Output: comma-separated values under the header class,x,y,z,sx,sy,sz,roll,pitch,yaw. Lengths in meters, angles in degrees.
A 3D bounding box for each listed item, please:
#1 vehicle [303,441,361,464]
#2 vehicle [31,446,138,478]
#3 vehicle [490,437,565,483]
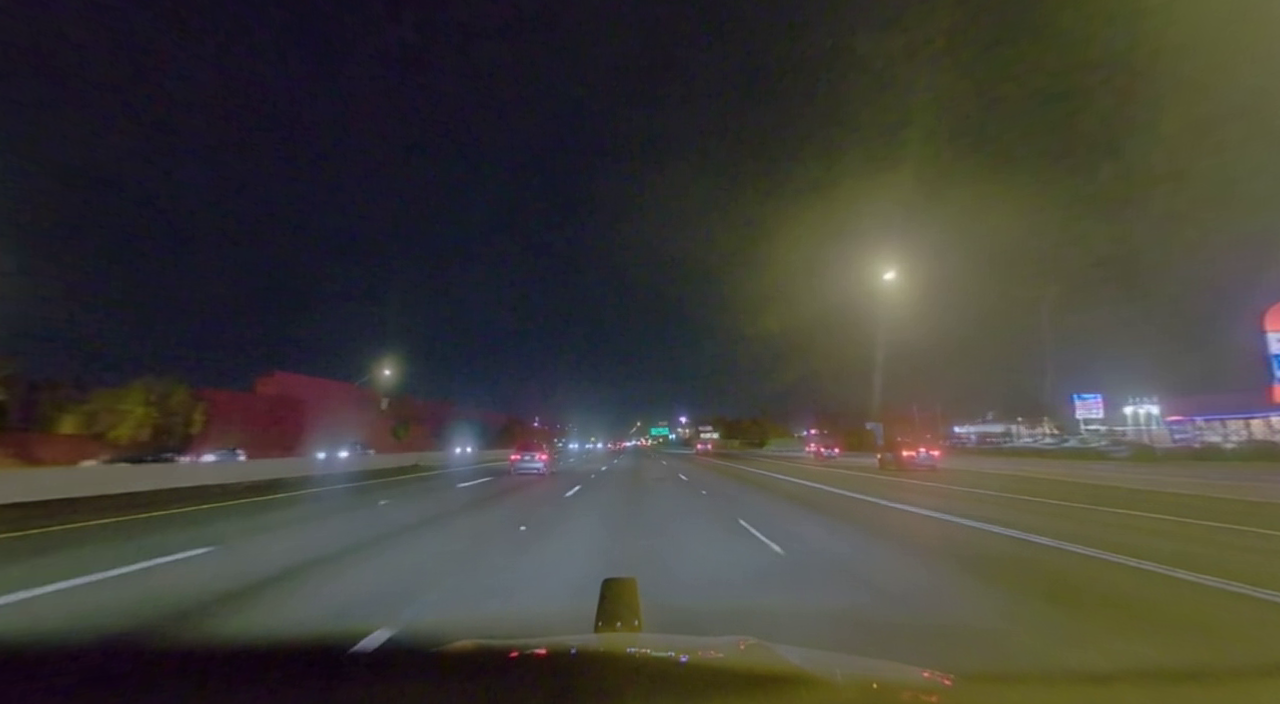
class,x,y,z,sx,sy,sz,roll,pitch,yaw
vehicle,-19.139,6.250,39.382,1.811,1.380,3.619,0,-8,0
vehicle,-26.759,5.274,30.588,1.796,1.401,3.732,0,-8,-1
vehicle,-4.000,3.905,23.138,1.939,1.508,4.272,0,-8,0
